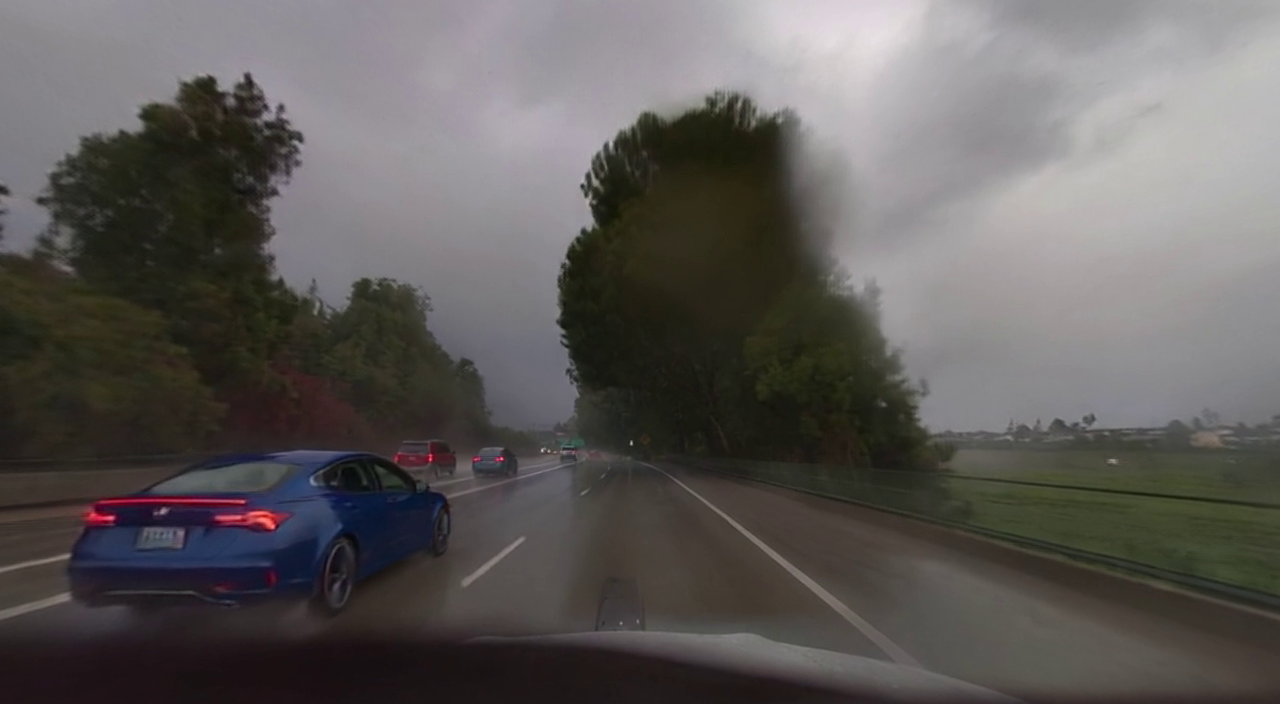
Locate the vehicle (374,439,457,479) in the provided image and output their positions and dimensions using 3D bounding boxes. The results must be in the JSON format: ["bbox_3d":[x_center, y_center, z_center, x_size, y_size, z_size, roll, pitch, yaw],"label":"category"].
[{"bbox_3d":[-11.798,5.639,33.555,2.425,1.926,5.584,0,-9,-1],"label":"vehicle"}]

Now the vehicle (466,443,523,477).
[{"bbox_3d":[-7.610,5.672,33.335,2.060,1.680,4.255,0,-9,-1],"label":"vehicle"}]
